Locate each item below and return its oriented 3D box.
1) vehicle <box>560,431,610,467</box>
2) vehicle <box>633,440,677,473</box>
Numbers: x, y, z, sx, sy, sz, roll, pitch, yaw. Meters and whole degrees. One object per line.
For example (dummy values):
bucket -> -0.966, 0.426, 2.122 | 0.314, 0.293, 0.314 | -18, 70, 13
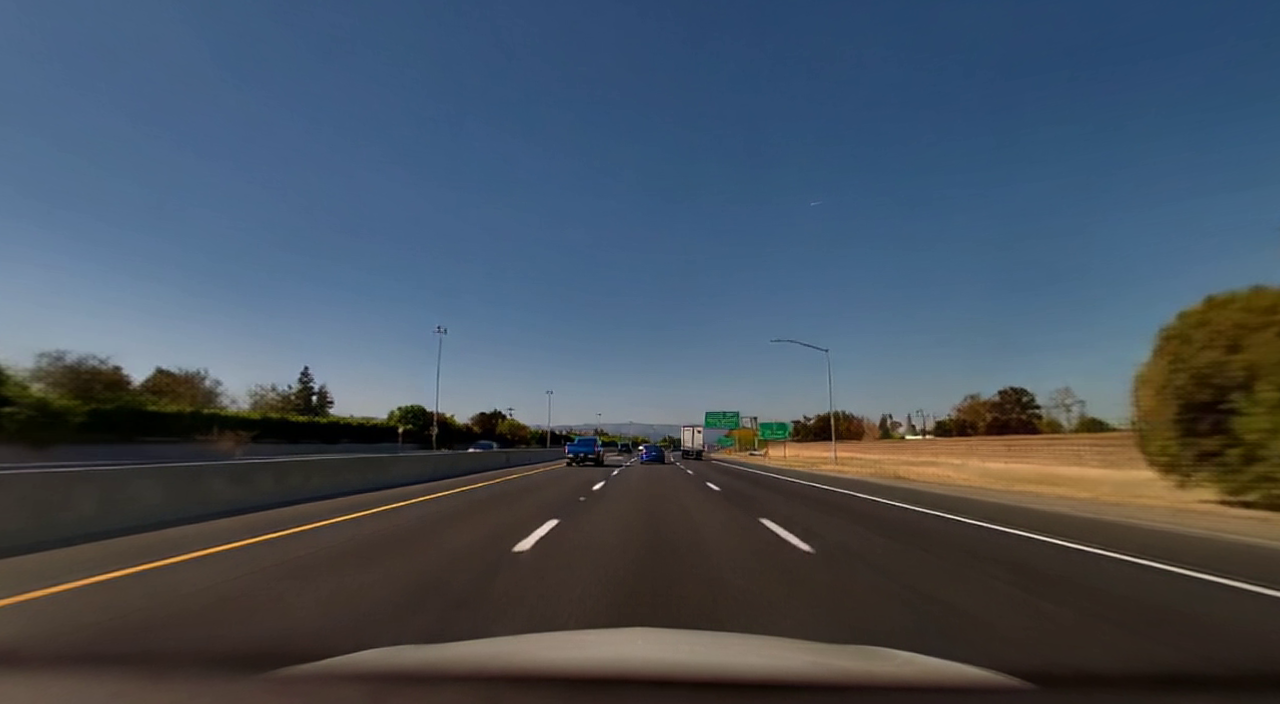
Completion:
vehicle -> -3.095, 5.624, 36.484 | 2.264, 1.901, 4.647 | -1, -9, 2
vehicle -> 0.760, 5.282, 32.092 | 2.086, 1.548, 4.325 | 0, -9, 1
